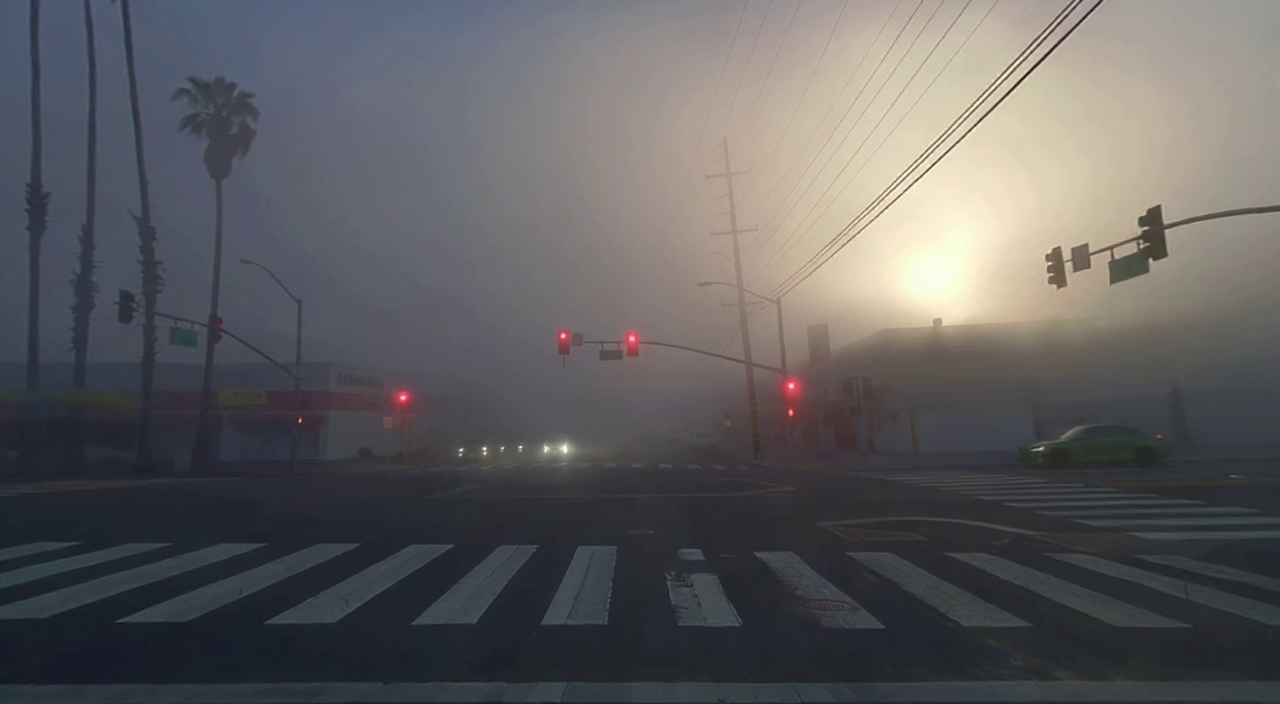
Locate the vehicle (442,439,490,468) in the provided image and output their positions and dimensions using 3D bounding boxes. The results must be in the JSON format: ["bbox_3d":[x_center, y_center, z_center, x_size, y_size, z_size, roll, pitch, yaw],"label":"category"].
[{"bbox_3d":[-11.984,6.989,43.809,2.016,1.717,4.287,0,-6,1],"label":"vehicle"}]

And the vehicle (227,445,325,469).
[{"bbox_3d":[-22.317,6.434,38.846,4.849,1.444,1.881,0,-8,1],"label":"vehicle"}]

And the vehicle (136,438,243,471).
[{"bbox_3d":[-25.913,5.926,36.460,4.613,1.820,2.021,0,-9,3],"label":"vehicle"}]

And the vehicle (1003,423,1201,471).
[{"bbox_3d":[15.225,3.166,21.087,4.918,1.479,1.897,-1,-9,7],"label":"vehicle"}]
